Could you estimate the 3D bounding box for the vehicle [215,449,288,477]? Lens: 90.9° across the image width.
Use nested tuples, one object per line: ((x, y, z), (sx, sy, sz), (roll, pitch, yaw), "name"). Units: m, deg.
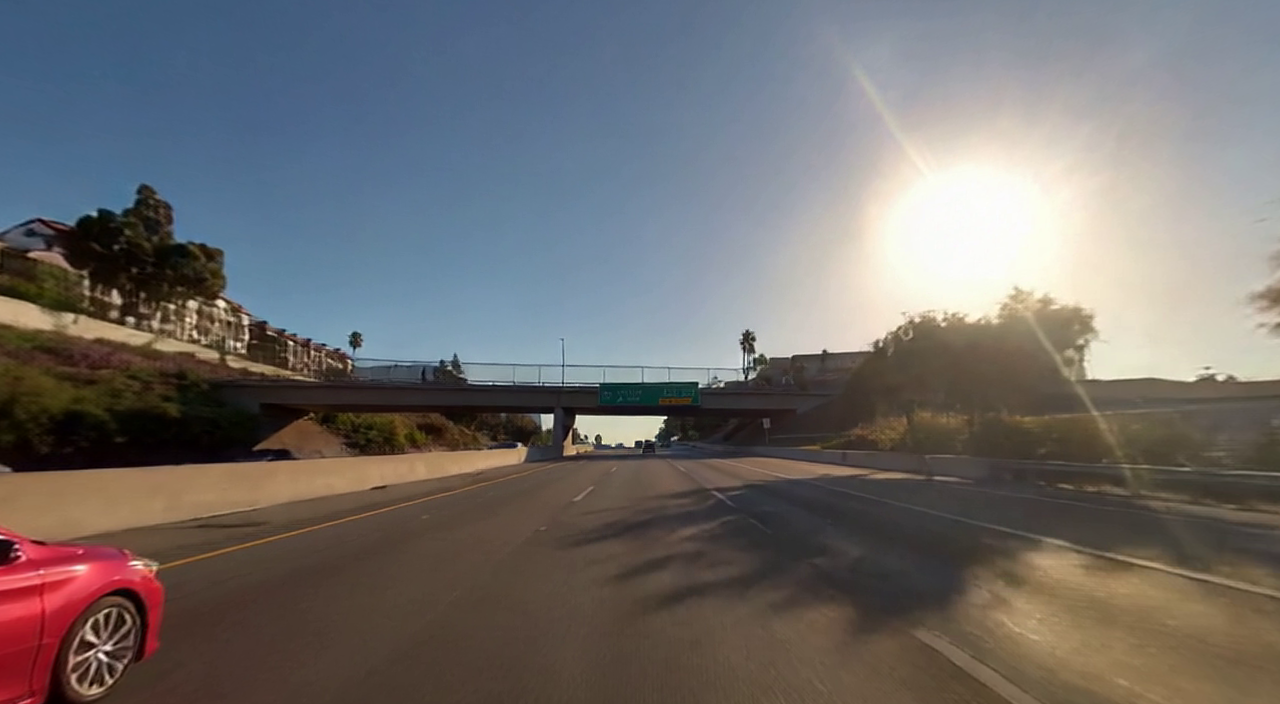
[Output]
((-26.628, 7.591, 43.393), (1.901, 1.804, 4.613), (-1, -9, 2), "vehicle")
